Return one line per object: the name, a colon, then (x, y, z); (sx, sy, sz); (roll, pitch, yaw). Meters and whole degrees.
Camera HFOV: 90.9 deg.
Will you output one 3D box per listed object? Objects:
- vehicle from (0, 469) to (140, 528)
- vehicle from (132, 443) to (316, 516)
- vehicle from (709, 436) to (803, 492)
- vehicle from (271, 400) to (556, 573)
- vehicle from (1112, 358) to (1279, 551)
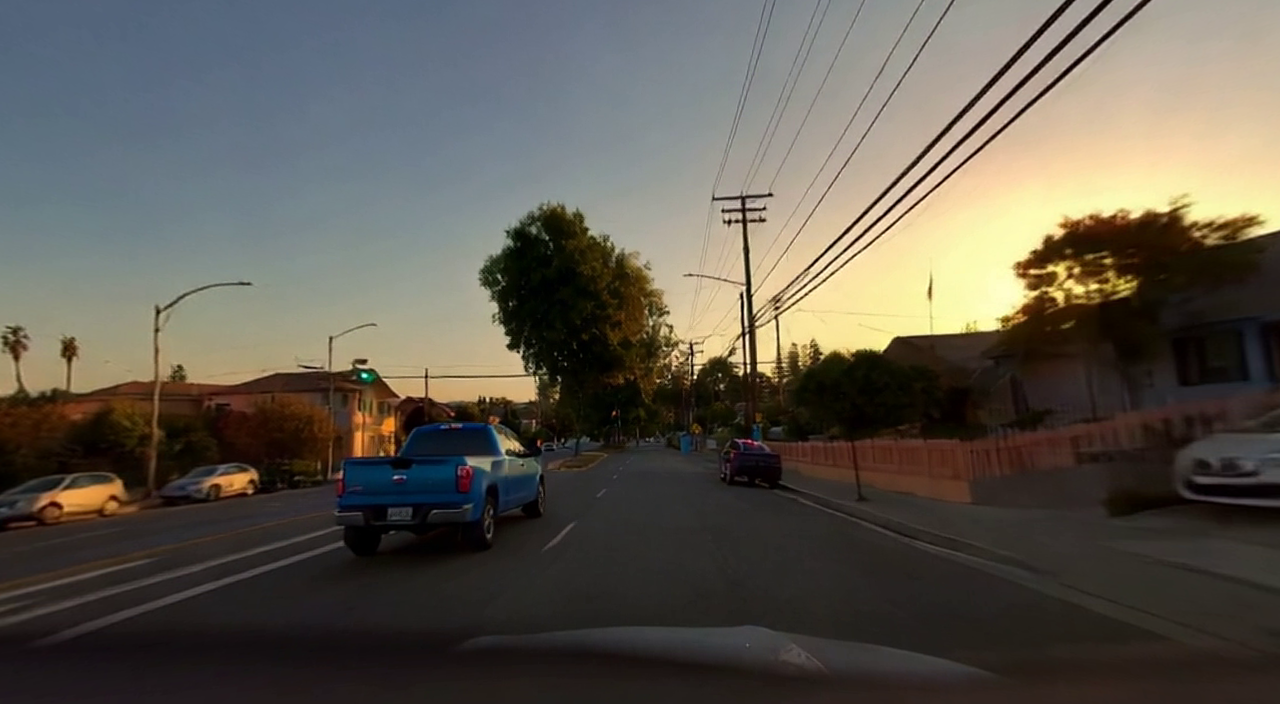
vehicle: (-18.945, 4.671, 20.495); (1.820, 1.511, 4.294); (0, -8, 0)
vehicle: (-12.115, 3.695, 18.909); (2.089, 1.849, 4.940); (-1, -9, 1)
vehicle: (3.446, 3.420, 19.581); (2.012, 1.491, 4.333); (0, -9, -1)
vehicle: (-2.862, 1.880, 9.661); (2.242, 1.890, 5.306); (-1, -9, 2)
vehicle: (9.002, 1.058, 6.863); (5.715, 1.822, 2.324); (-1, -7, 3)
